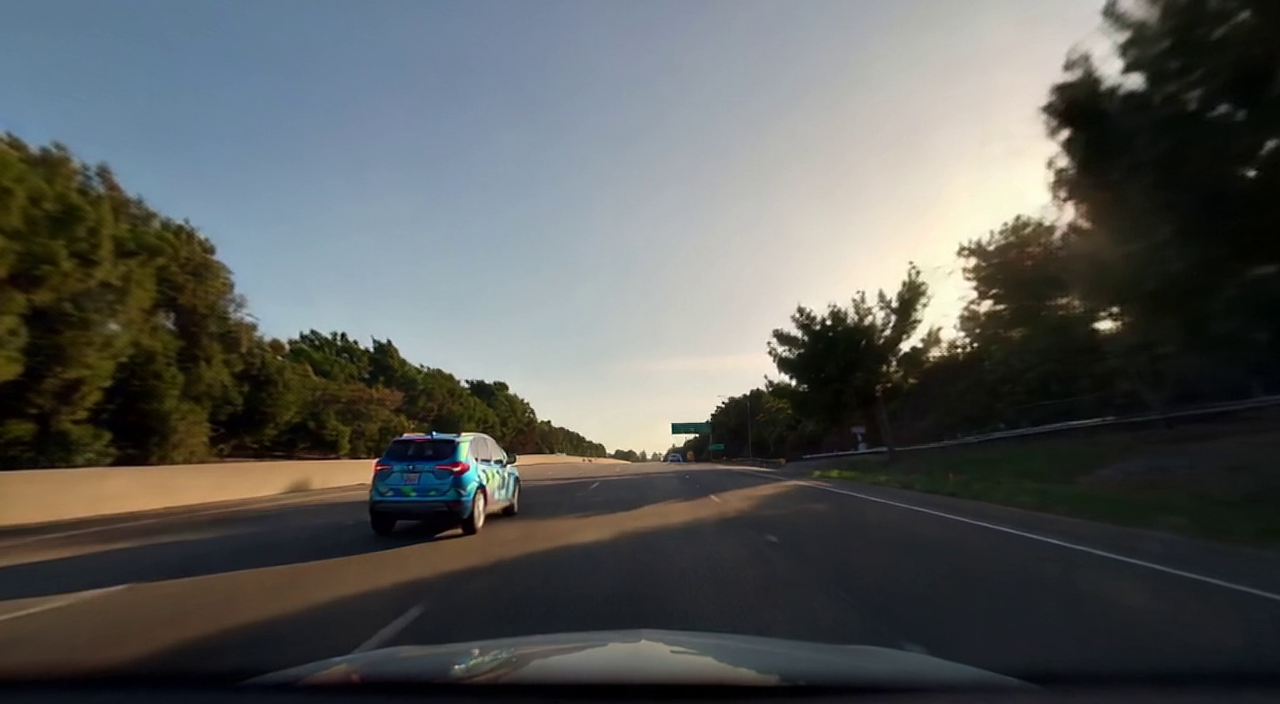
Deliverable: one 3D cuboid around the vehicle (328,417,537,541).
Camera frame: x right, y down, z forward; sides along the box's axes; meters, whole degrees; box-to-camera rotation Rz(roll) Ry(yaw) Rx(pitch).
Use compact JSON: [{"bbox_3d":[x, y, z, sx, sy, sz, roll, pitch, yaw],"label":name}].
[{"bbox_3d":[-3.441,2.215,11.687,2.183,1.803,4.685,0,-8,1],"label":"vehicle"}]
